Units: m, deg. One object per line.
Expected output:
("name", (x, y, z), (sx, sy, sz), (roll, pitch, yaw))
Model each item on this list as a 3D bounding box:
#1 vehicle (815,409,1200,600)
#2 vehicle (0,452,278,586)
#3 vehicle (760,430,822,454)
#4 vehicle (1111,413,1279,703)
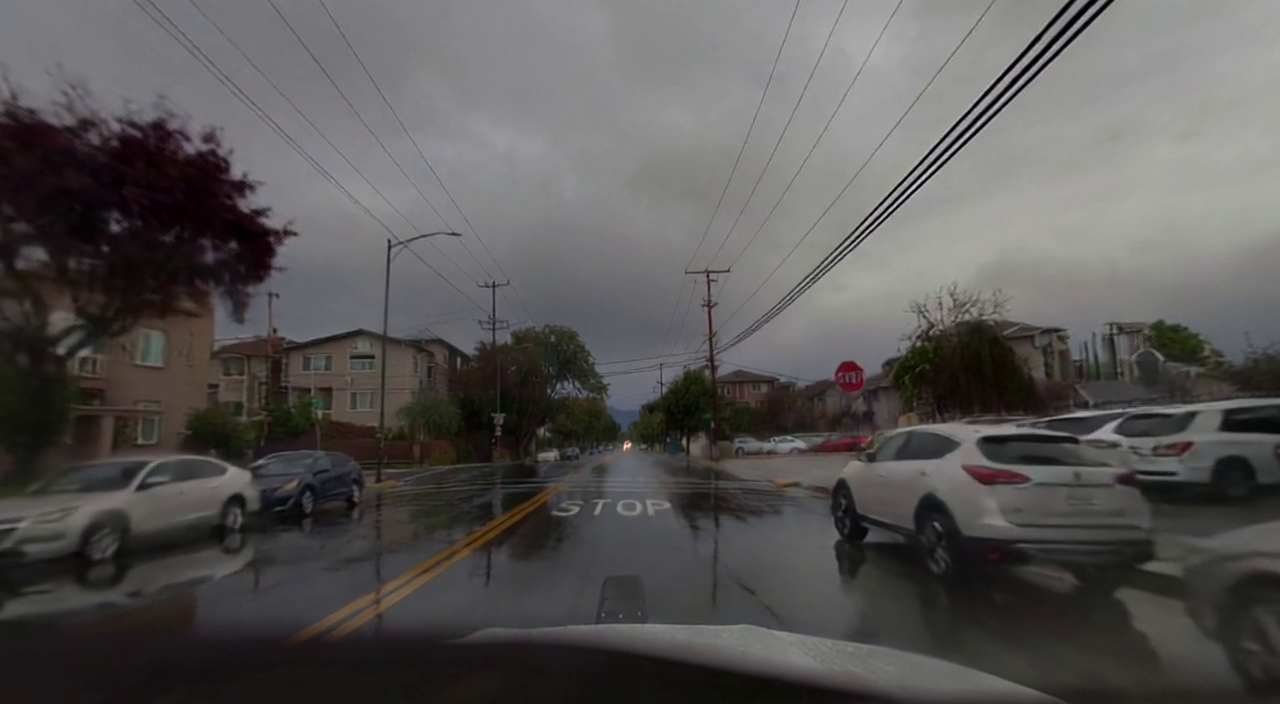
("vehicle", (3.731, 1.603, 7.503), (1.976, 1.614, 4.052), (0, -8, -2))
("vehicle", (-7.893, 2.329, 9.752), (1.904, 1.488, 4.600), (0, -8, 0))
("vehicle", (11.349, 6.787, 47.523), (4.509, 1.664, 1.981), (6, -10, -34))
("vehicle", (3.982, 0.882, 1.884), (1.846, 1.506, 4.165), (0, -8, -1))
